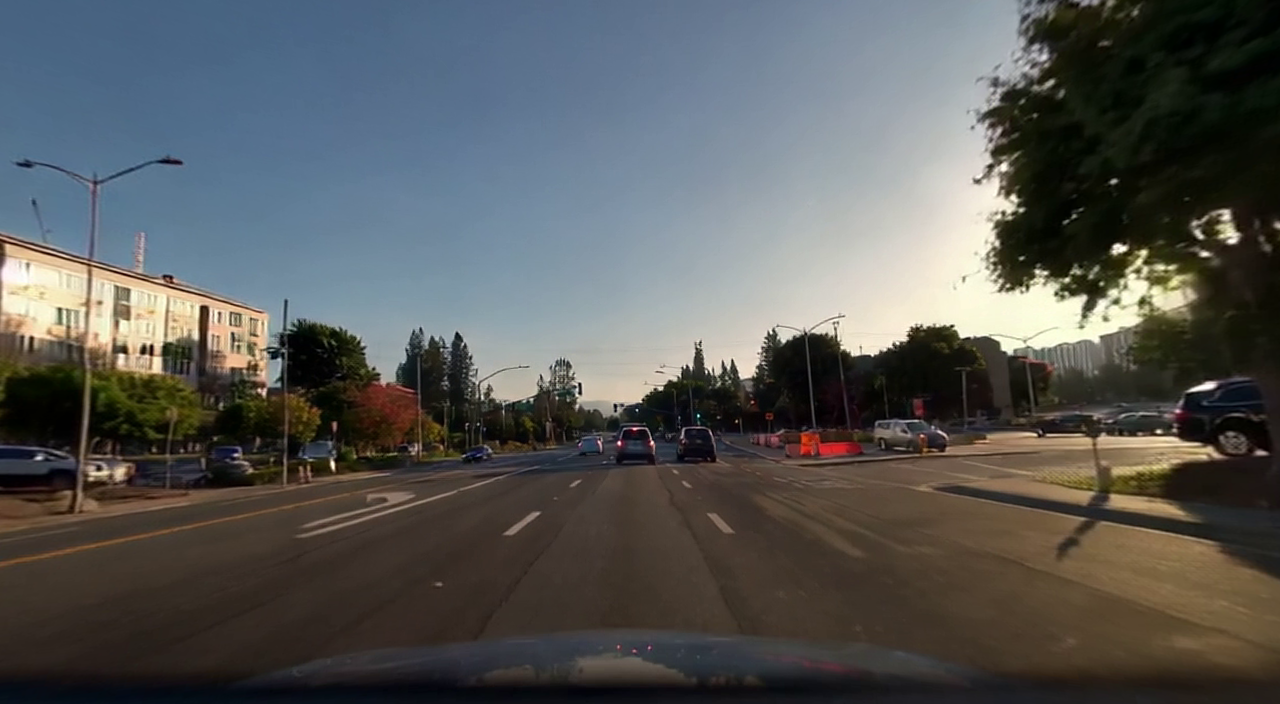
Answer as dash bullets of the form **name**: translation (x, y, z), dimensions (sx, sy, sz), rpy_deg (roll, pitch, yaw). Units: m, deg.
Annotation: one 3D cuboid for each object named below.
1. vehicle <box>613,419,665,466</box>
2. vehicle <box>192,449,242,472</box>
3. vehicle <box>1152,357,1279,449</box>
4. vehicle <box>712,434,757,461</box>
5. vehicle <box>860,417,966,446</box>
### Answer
- **vehicle**: translation (-0.113, 4.532, 31.508), dimensions (2.350, 2.122, 5.801), rpy_deg (0, -8, -1)
- **vehicle**: translation (-33.224, 8.475, 49.348), dimensions (4.692, 1.720, 1.941), rpy_deg (-7, -11, 40)
- **vehicle**: translation (16.021, 1.252, 15.070), dimensions (5.631, 2.106, 2.298), rpy_deg (-7, -11, 37)
- **vehicle**: translation (5.517, 5.645, 37.385), dimensions (2.145, 1.503, 4.267), rpy_deg (0, -8, 2)
- **vehicle**: translation (15.032, 4.433, 34.717), dimensions (4.986, 1.467, 2.025), rpy_deg (-6, -10, 34)
